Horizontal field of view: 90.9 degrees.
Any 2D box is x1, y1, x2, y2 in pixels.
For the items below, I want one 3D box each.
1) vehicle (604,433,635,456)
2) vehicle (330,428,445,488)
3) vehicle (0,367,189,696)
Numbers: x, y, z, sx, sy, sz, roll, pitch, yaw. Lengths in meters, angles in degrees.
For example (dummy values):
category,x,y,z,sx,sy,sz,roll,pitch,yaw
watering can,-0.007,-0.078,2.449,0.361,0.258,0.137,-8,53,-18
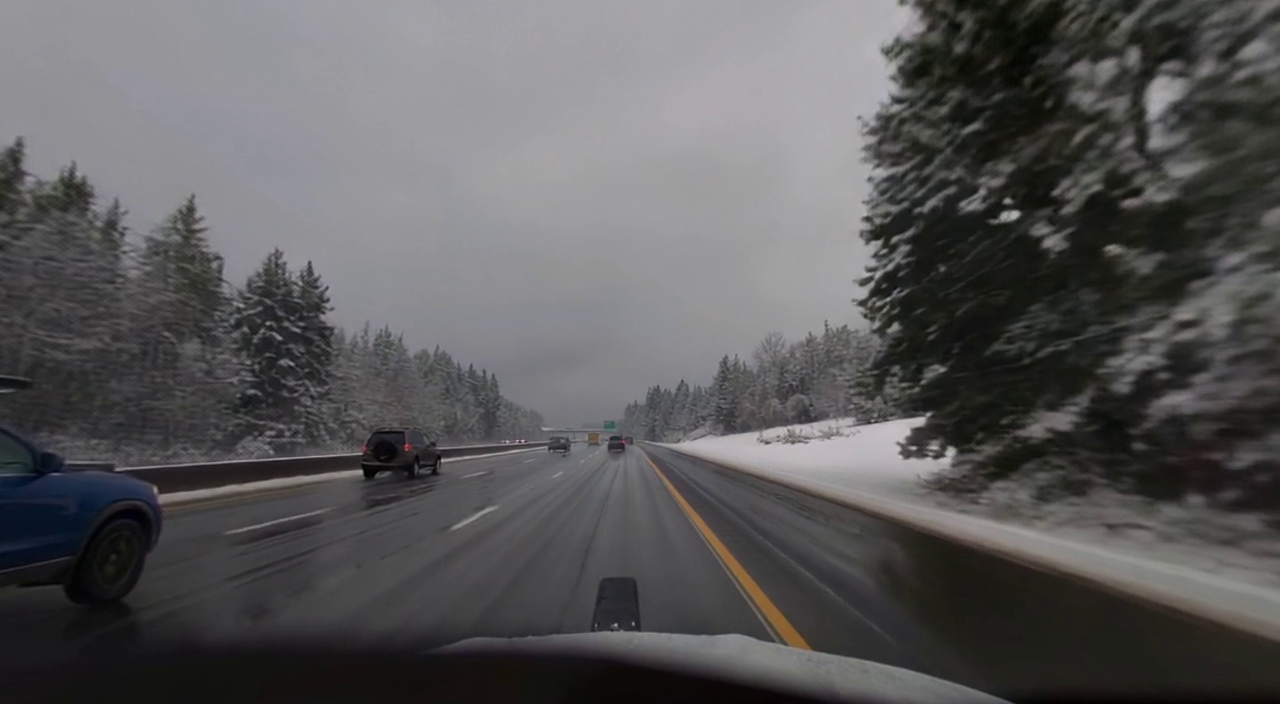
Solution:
category,x,y,z,sx,sy,sz,roll,pitch,yaw
vehicle,-1.515,6.955,47.478,2.178,1.658,3.916,0,-8,-1
vehicle,-8.064,3.390,20.626,1.964,1.745,4.338,0,-8,0
vehicle,-4.446,0.834,2.391,2.069,1.748,4.652,0,-8,-1
